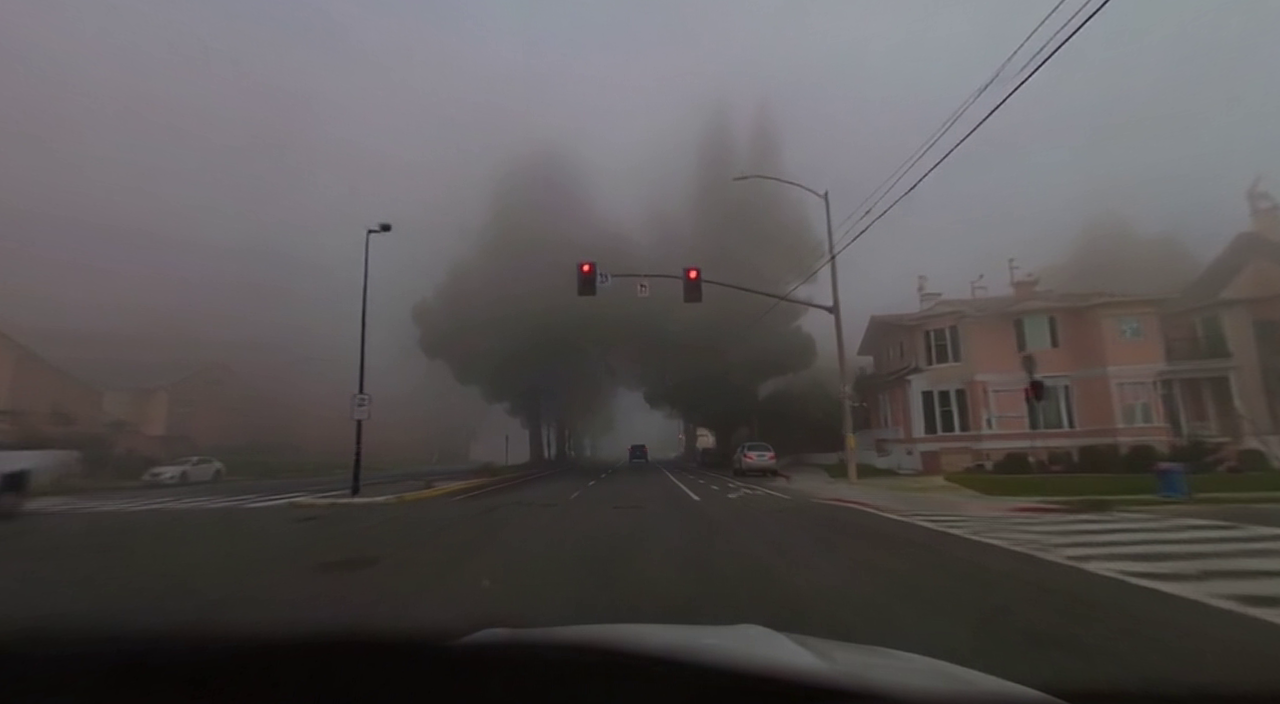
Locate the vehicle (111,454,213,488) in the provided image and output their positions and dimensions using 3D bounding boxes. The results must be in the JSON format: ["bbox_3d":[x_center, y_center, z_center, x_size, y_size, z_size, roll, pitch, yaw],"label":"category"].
[{"bbox_3d":[-25.861,6.417,34.423,1.912,1.681,4.625,0,-9,-1],"label":"vehicle"}]

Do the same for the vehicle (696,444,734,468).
[{"bbox_3d":[5.450,7.647,46.651,2.131,1.604,5.543,0,-8,0],"label":"vehicle"}]

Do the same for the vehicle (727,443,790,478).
[{"bbox_3d":[5.656,5.226,30.764,2.066,1.552,4.799,0,-8,-1],"label":"vehicle"}]
